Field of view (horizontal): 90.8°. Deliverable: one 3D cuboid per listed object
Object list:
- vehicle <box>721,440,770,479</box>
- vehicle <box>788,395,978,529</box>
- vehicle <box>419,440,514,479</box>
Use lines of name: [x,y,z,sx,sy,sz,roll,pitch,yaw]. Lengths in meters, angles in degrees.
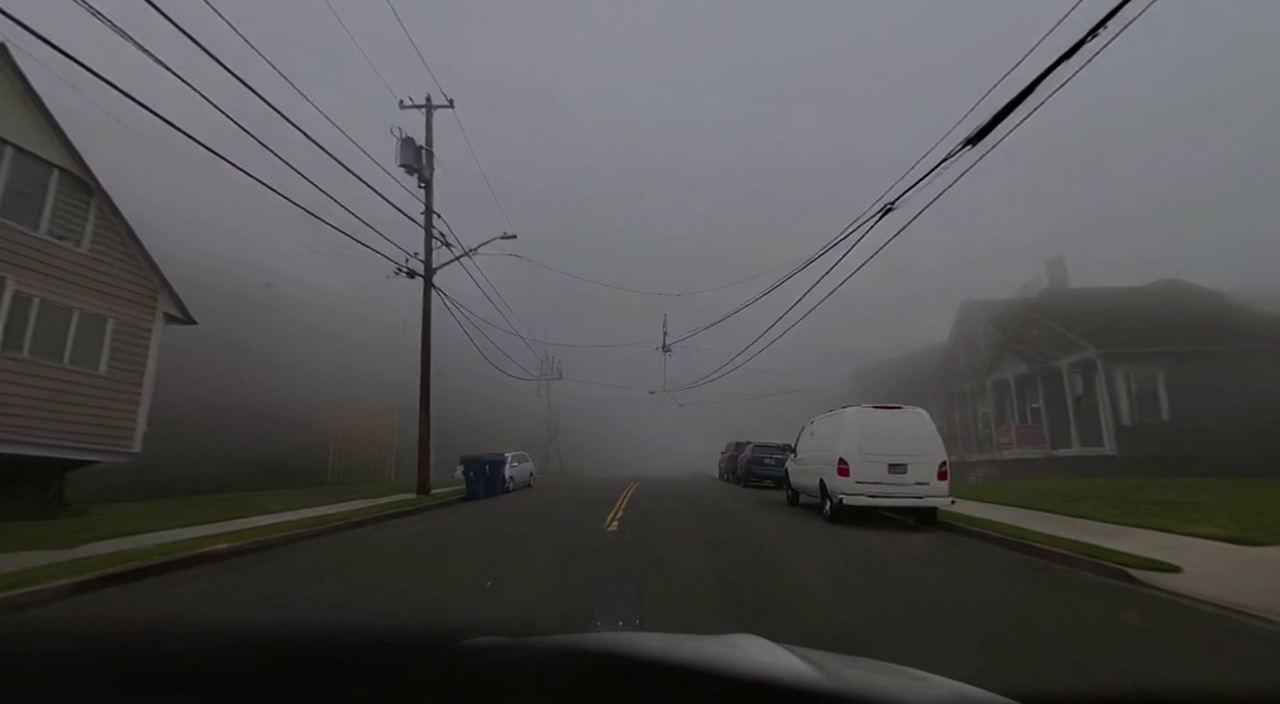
vehicle: [5.192,5.344,31.580,1.961,1.777,4.189,0,-9,3]
vehicle: [4.562,2.159,12.775,2.343,2.229,4.199,0,-9,4]
vehicle: [-7.725,4.802,28.363,3.684,1.628,1.792,0,-8,3]
